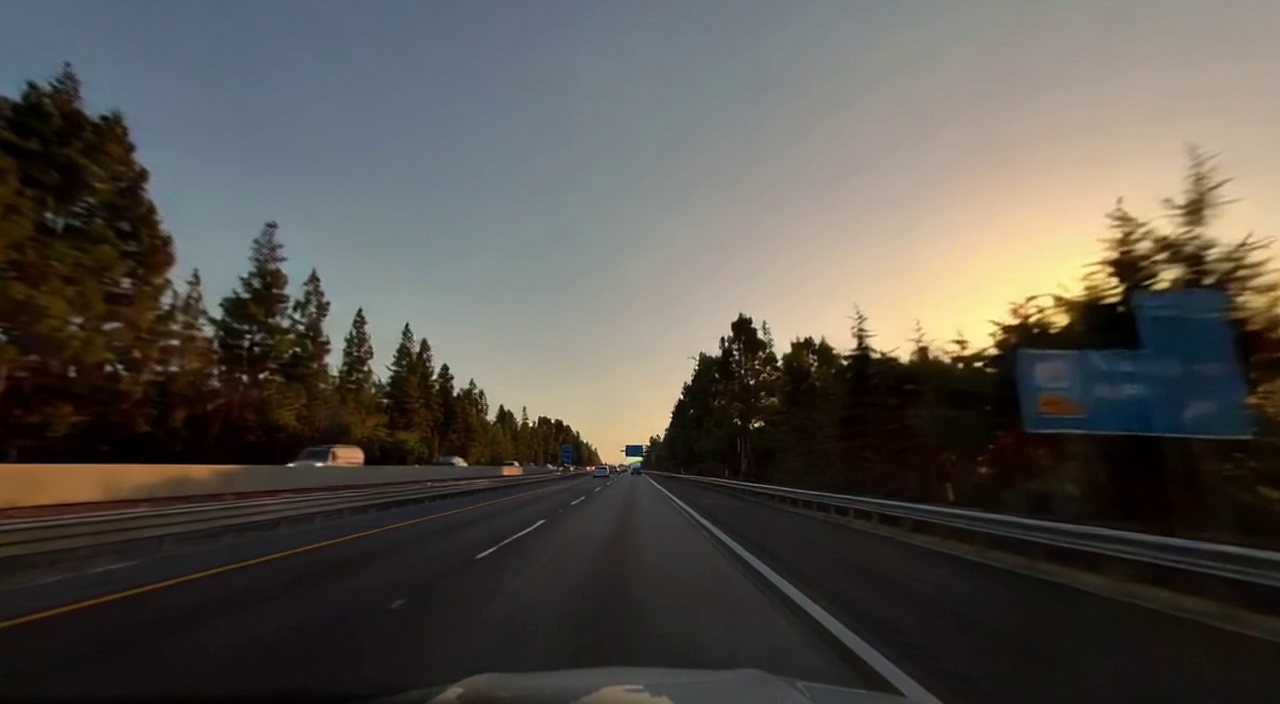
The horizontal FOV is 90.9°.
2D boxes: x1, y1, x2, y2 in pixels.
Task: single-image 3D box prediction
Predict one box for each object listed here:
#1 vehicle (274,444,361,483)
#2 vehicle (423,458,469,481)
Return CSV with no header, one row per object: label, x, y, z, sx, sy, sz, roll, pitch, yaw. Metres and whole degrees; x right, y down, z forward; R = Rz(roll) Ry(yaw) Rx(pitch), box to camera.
vehicle,-17.318,6.055,34.149,2.202,1.949,4.821,1,-10,-1
vehicle,-13.587,8.282,44.323,1.892,1.505,3.912,1,-10,0
